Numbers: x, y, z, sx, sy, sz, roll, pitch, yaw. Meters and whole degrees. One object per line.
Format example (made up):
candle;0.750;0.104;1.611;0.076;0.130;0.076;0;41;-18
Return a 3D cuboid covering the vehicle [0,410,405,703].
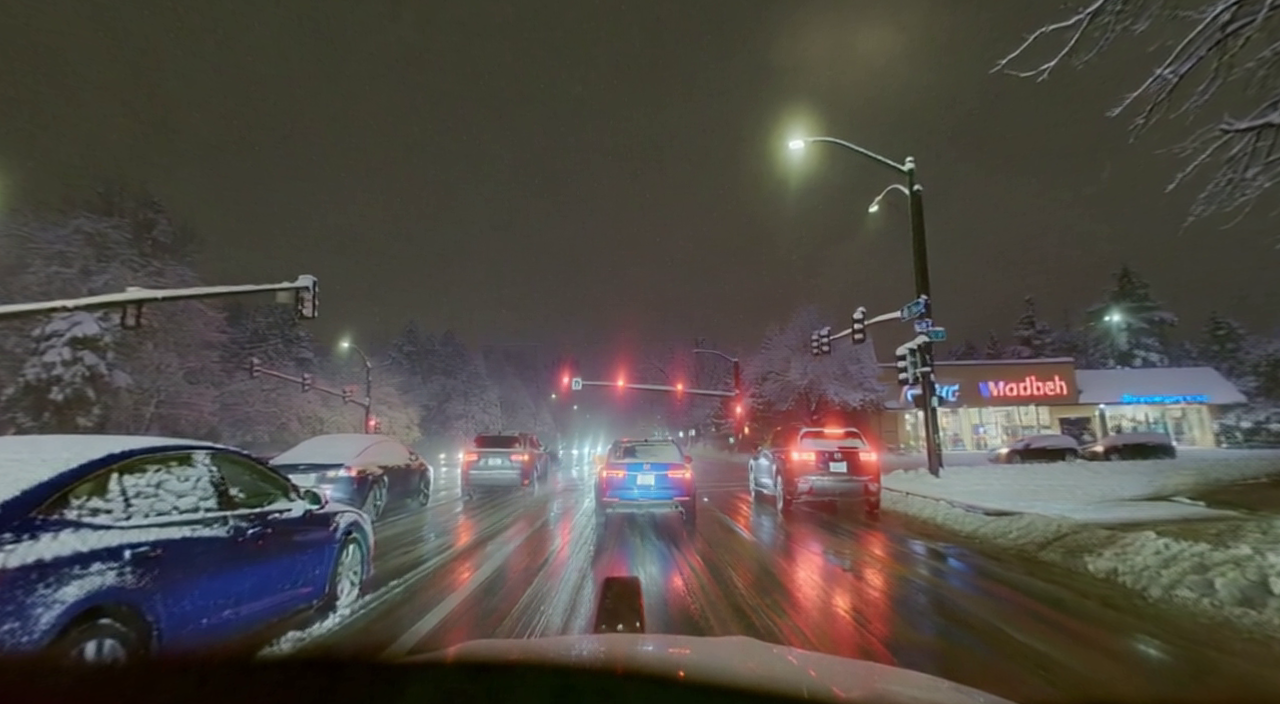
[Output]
vehicle;-3.332;1.206;3.892;2.014;1.472;4.357;0;-9;1

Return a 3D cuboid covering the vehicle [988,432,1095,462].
vehicle;23.339;5.535;36.725;4.781;1.700;1.986;0;-9;1

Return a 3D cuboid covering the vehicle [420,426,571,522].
vehicle;-2.827;2.509;13.407;2.072;1.694;4.070;-1;-9;2

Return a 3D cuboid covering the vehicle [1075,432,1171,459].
vehicle;30.547;5.927;39.914;4.432;1.680;1.932;0;-9;2

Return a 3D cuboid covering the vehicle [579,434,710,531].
vehicle;0.113;2.353;11.875;2.032;1.499;3.994;0;-9;1

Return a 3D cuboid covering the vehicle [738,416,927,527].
vehicle;3.305;2.183;11.948;2.076;1.691;4.402;0;-9;-2
